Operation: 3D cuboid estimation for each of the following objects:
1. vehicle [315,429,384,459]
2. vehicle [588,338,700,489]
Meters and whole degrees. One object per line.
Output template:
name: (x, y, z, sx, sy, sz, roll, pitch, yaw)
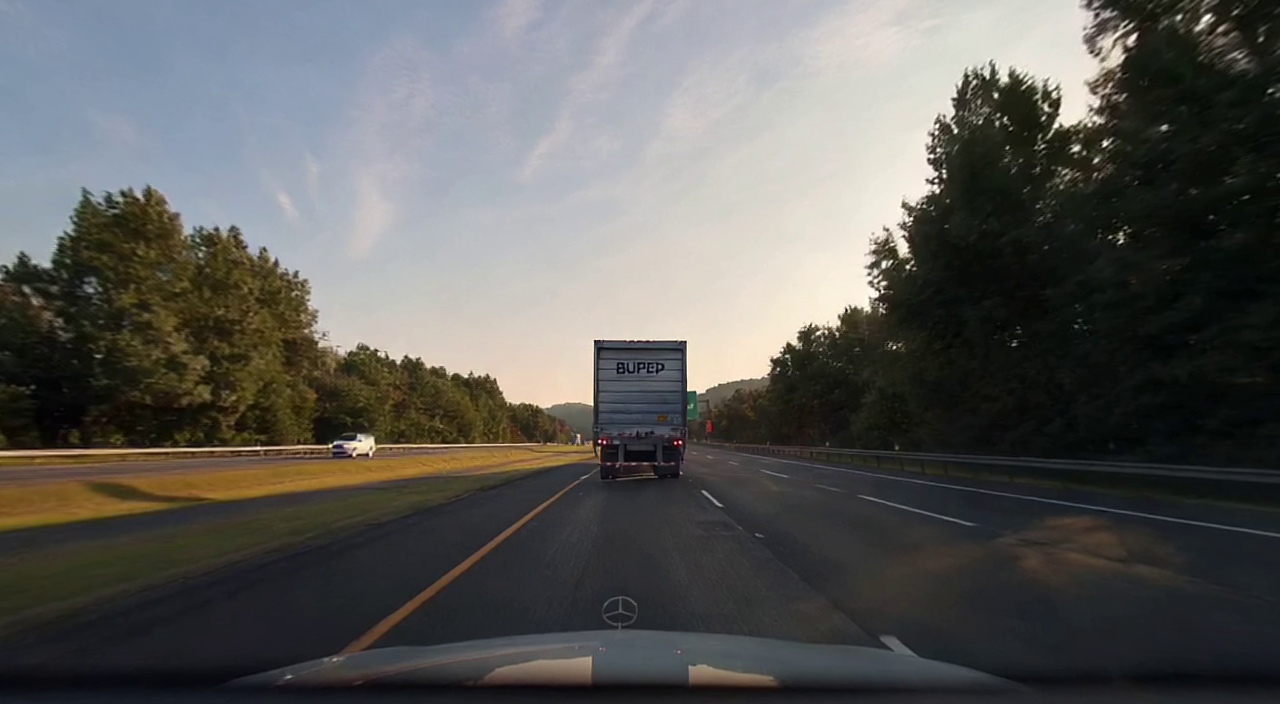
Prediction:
vehicle: (-15.722, 5.000, 34.281, 1.795, 1.517, 4.019, 0, -8, 1)
vehicle: (0.113, 2.155, 20.625, 2.870, 3.911, 8.697, 0, -8, 0)
